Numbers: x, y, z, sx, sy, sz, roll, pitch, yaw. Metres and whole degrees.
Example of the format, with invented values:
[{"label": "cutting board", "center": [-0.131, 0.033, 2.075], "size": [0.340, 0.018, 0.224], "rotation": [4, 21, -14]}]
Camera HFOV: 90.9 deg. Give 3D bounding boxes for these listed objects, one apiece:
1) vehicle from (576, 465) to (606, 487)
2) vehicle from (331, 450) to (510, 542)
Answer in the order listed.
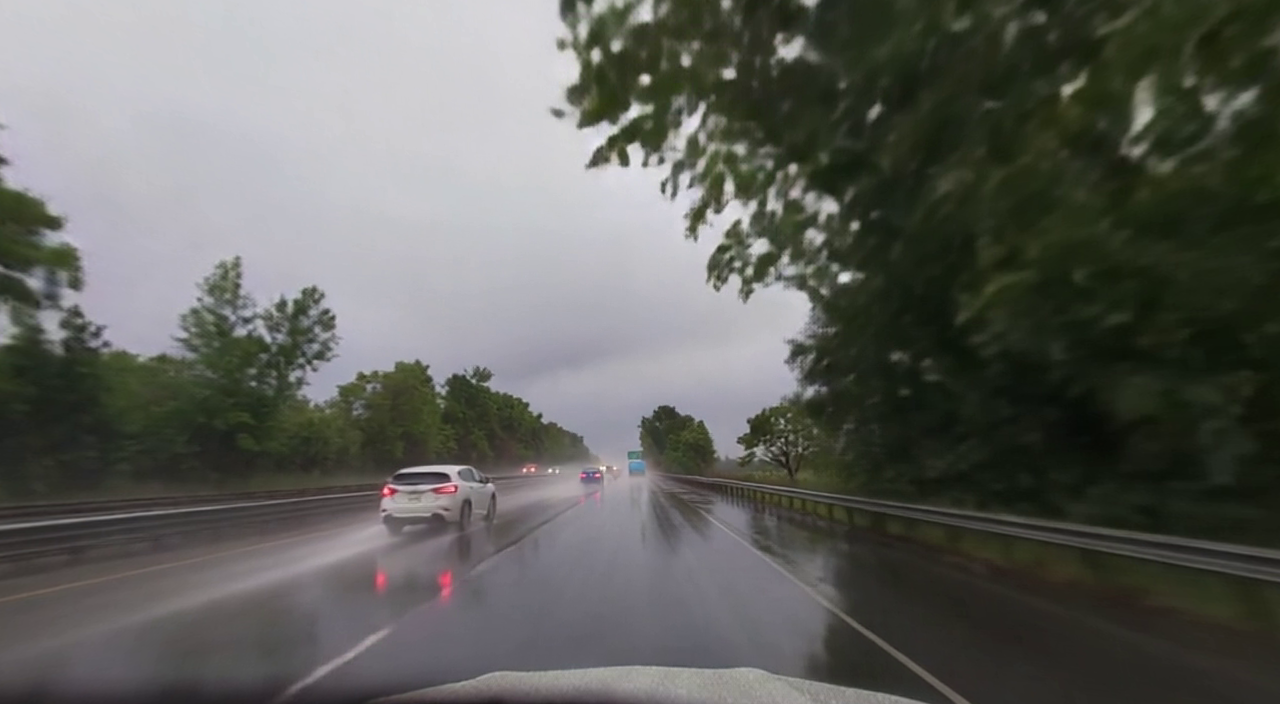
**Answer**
[{"label": "vehicle", "center": [-3.703, 9.515, 48.439], "size": [2.006, 1.516, 4.820], "rotation": [1, -11, 0]}, {"label": "vehicle", "center": [-4.268, 2.914, 13.215], "size": [2.040, 1.525, 4.603], "rotation": [1, -11, 1]}]
